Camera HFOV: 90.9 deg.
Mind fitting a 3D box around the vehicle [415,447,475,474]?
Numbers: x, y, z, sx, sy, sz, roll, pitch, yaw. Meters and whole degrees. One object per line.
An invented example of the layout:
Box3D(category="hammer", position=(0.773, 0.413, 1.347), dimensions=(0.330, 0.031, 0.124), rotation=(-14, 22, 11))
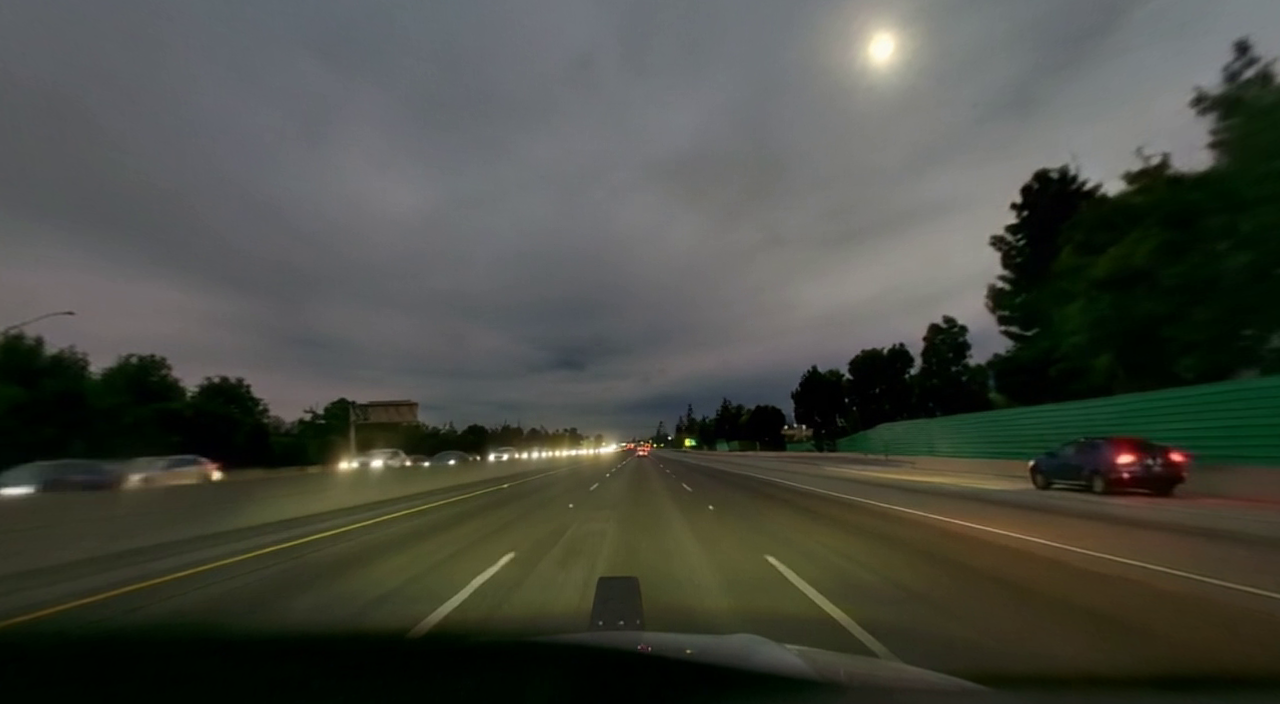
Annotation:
Box3D(category="vehicle", position=(-11.055, 6.177, 36.046), dimensions=(1.971, 1.469, 4.346), rotation=(0, -9, 0))

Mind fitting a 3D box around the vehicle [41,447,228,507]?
Box3D(category="vehicle", position=(-19.424, 4.797, 24.790), dimensions=(2.282, 2.038, 6.005), rotation=(0, -9, 1))

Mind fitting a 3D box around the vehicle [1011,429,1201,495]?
Box3D(category="vehicle", position=(12.648, 3.028, 17.533), dimensions=(2.163, 1.596, 3.997), rotation=(0, -9, -1))

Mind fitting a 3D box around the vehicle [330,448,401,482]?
Box3D(category="vehicle", position=(-15.595, 6.446, 36.126), dimensions=(2.114, 1.792, 4.296), rotation=(0, -9, 0))

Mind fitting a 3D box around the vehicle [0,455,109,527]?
Box3D(category="vehicle", position=(-15.688, 3.313, 15.120), dimensions=(1.972, 1.614, 4.406), rotation=(0, -9, 1))
